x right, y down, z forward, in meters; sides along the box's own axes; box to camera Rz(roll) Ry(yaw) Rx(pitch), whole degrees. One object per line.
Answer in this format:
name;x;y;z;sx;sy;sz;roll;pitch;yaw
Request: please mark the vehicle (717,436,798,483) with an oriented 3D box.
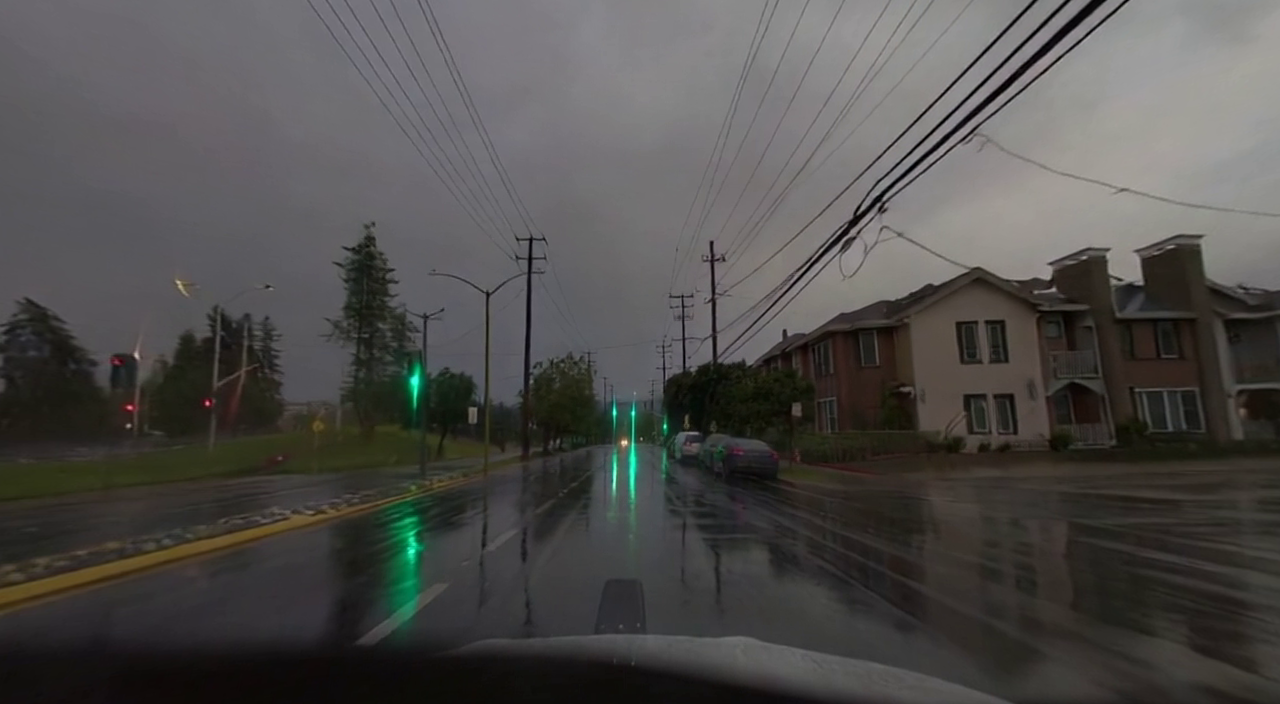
vehicle;3.873;3.638;21.660;1.785;1.441;4.458;0;-8;-2
